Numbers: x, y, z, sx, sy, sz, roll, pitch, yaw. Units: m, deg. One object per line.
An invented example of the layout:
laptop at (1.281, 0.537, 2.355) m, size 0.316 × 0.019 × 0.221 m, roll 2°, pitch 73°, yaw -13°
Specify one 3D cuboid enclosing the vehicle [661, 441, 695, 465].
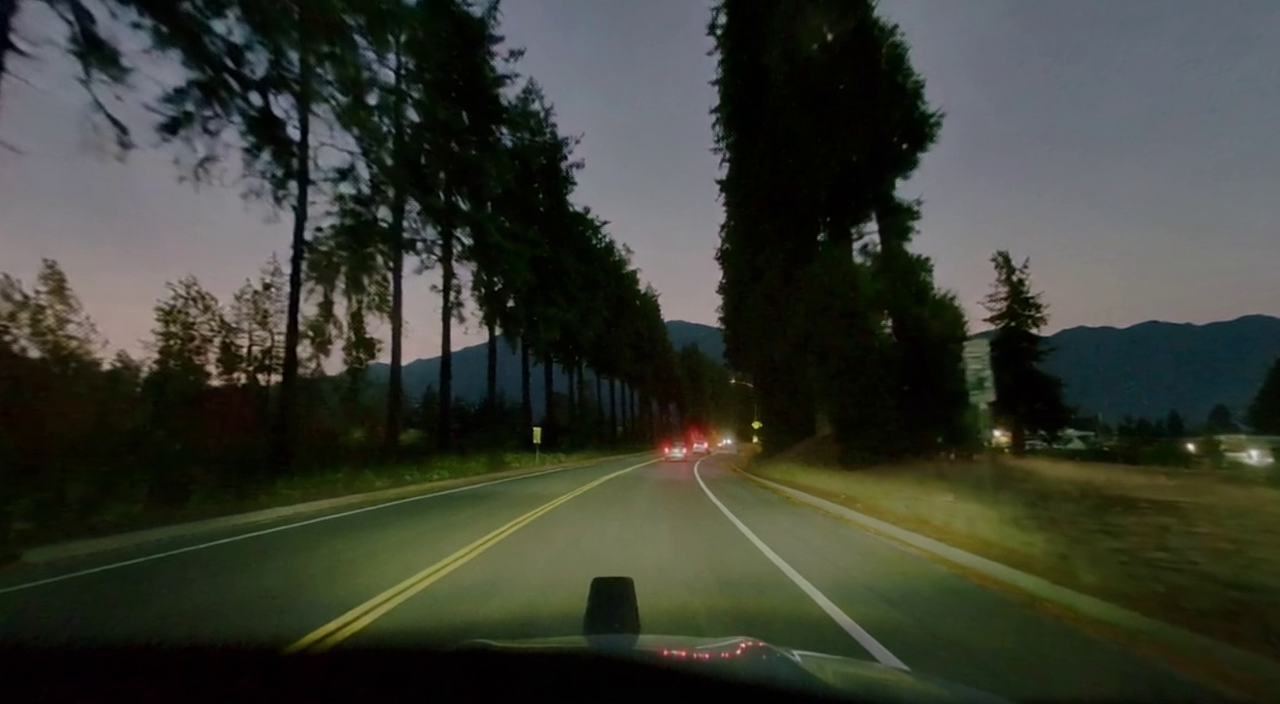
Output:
vehicle at (2.552, 6.629, 41.579) m, size 2.071 × 1.474 × 4.047 m, roll -1°, pitch -9°, yaw 6°
